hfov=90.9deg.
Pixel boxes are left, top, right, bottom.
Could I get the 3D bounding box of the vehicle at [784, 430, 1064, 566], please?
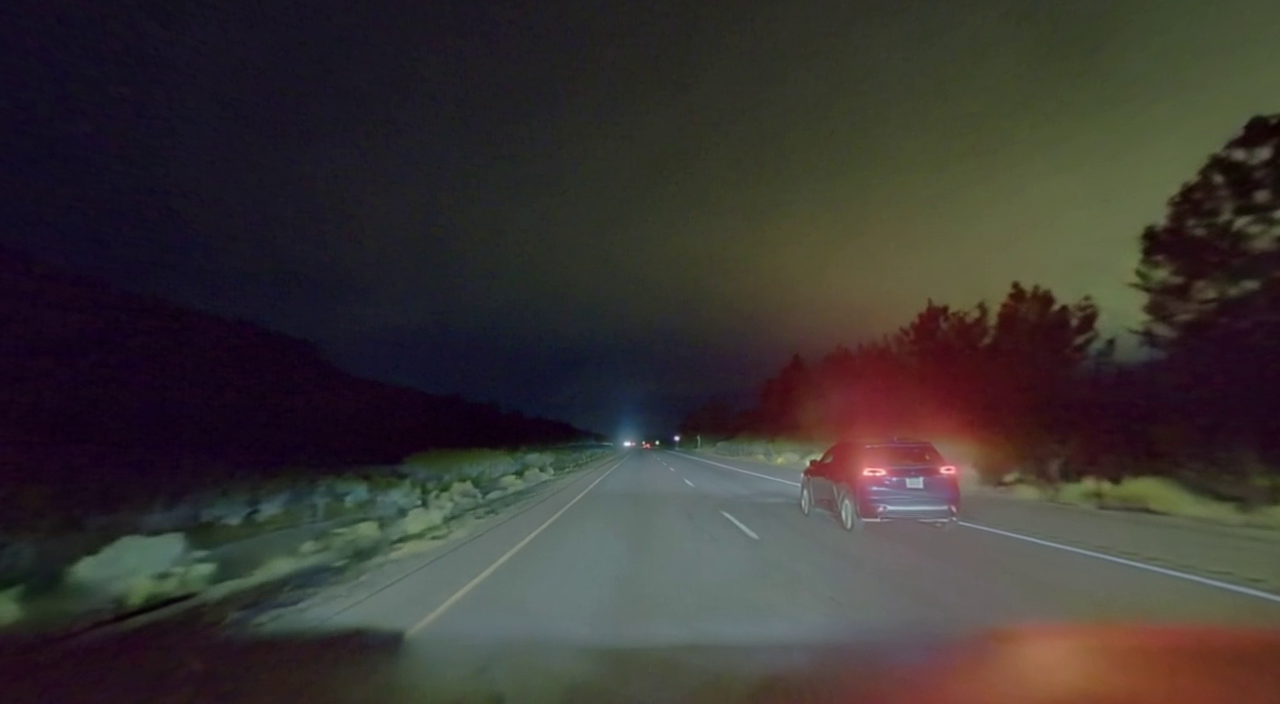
[{"bbox_3d":[3.658,1.950,9.244,2.003,1.466,4.441,0,-8,0],"label":"vehicle"}]
